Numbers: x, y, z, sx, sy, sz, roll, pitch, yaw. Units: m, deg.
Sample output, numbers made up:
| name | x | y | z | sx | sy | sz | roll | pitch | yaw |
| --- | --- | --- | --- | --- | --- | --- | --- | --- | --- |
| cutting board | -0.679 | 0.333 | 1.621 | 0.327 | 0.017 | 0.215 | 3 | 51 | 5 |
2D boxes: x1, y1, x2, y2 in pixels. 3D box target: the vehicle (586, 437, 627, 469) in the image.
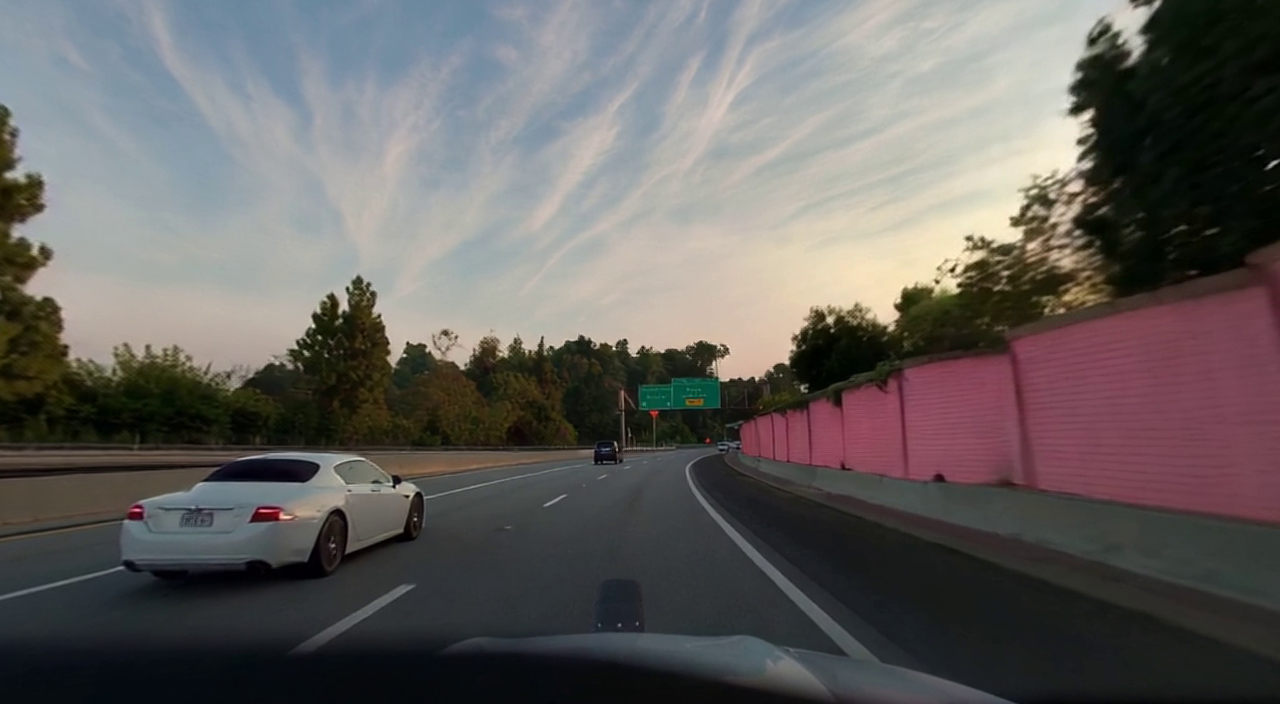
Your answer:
| name | x | y | z | sx | sy | sz | roll | pitch | yaw |
| --- | --- | --- | --- | --- | --- | --- | --- | --- | --- |
| vehicle | -1.855 | 5.829 | 36.441 | 1.833 | 1.697 | 3.984 | -1 | -9 | 5 |

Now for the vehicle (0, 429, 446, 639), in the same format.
| name | x | y | z | sx | sy | sz | roll | pitch | yaw |
| --- | --- | --- | --- | --- | --- | --- | --- | --- | --- |
| vehicle | -3.590 | 1.576 | 6.524 | 1.746 | 1.405 | 4.339 | -1 | -9 | 1 |
